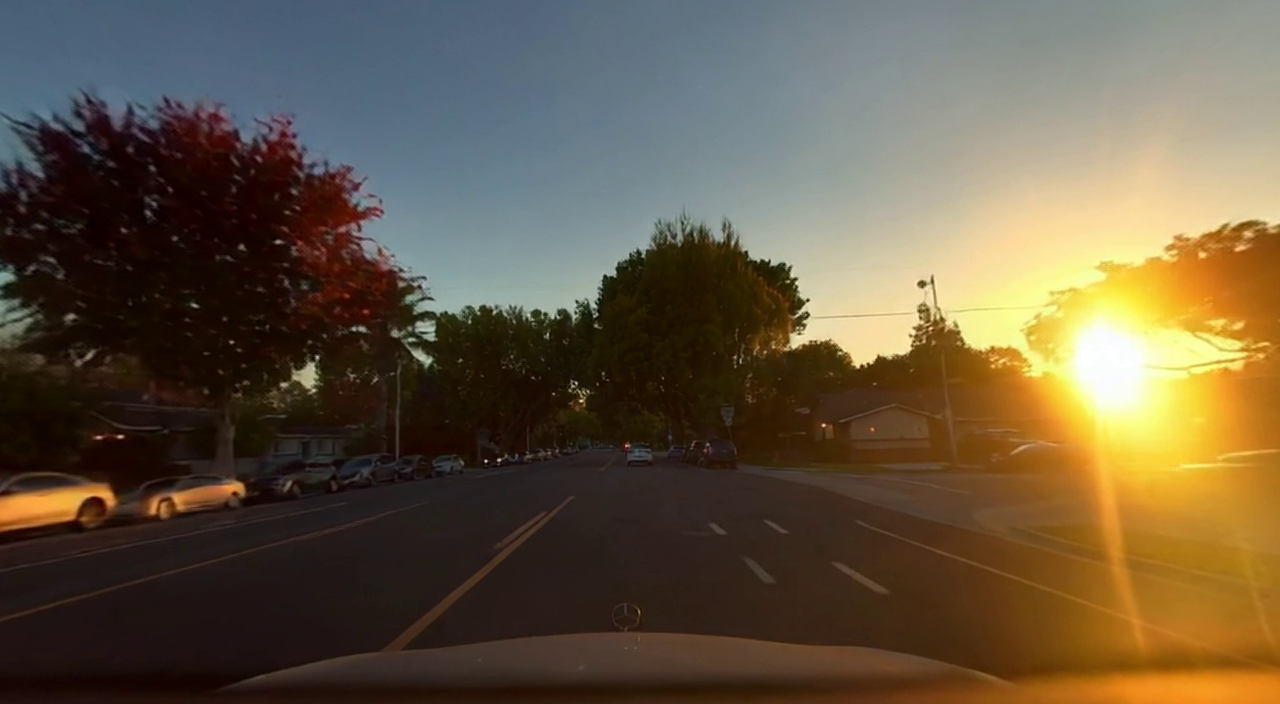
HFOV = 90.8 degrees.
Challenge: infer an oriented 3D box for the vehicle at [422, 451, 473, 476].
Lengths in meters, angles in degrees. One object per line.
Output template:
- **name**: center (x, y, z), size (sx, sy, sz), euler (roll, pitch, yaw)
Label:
- **vehicle**: center (-12.623, 7.348, 41.770), size (1.835, 1.488, 4.696), euler (0, -9, 1)

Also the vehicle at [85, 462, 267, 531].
- **vehicle**: center (-12.534, 3.888, 17.488), size (1.810, 1.399, 4.285), euler (-4, -9, 0)

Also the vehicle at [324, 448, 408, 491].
- **vehicle**: center (-12.682, 5.416, 29.678), size (1.904, 1.805, 5.100), euler (0, -9, -3)

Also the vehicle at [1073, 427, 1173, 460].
- **vehicle**: center (26.271, 5.004, 34.582), size (1.873, 1.686, 4.429), euler (0, -9, 0)

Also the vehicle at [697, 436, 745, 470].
- **vehicle**: center (5.055, 6.340, 40.096), size (2.195, 2.000, 4.789), euler (1, -8, -3)

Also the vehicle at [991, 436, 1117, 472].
- **vehicle**: center (18.469, 4.569, 28.336), size (4.240, 1.560, 1.929), euler (0, -9, 2)

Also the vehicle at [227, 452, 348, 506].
- **vehicle**: center (-12.749, 4.563, 23.240), size (1.938, 1.738, 4.516), euler (0, -9, -2)

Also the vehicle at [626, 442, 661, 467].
- **vehicle**: center (0.165, 6.337, 39.303), size (2.022, 1.471, 3.973), euler (0, -9, -1)

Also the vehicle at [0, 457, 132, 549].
- **vehicle**: center (-12.289, 2.853, 11.637), size (1.905, 1.503, 5.015), euler (-4, -8, -2)

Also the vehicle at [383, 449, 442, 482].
- **vehicle**: center (-12.778, 6.357, 35.762), size (1.917, 1.739, 4.461), euler (0, -9, -3)
